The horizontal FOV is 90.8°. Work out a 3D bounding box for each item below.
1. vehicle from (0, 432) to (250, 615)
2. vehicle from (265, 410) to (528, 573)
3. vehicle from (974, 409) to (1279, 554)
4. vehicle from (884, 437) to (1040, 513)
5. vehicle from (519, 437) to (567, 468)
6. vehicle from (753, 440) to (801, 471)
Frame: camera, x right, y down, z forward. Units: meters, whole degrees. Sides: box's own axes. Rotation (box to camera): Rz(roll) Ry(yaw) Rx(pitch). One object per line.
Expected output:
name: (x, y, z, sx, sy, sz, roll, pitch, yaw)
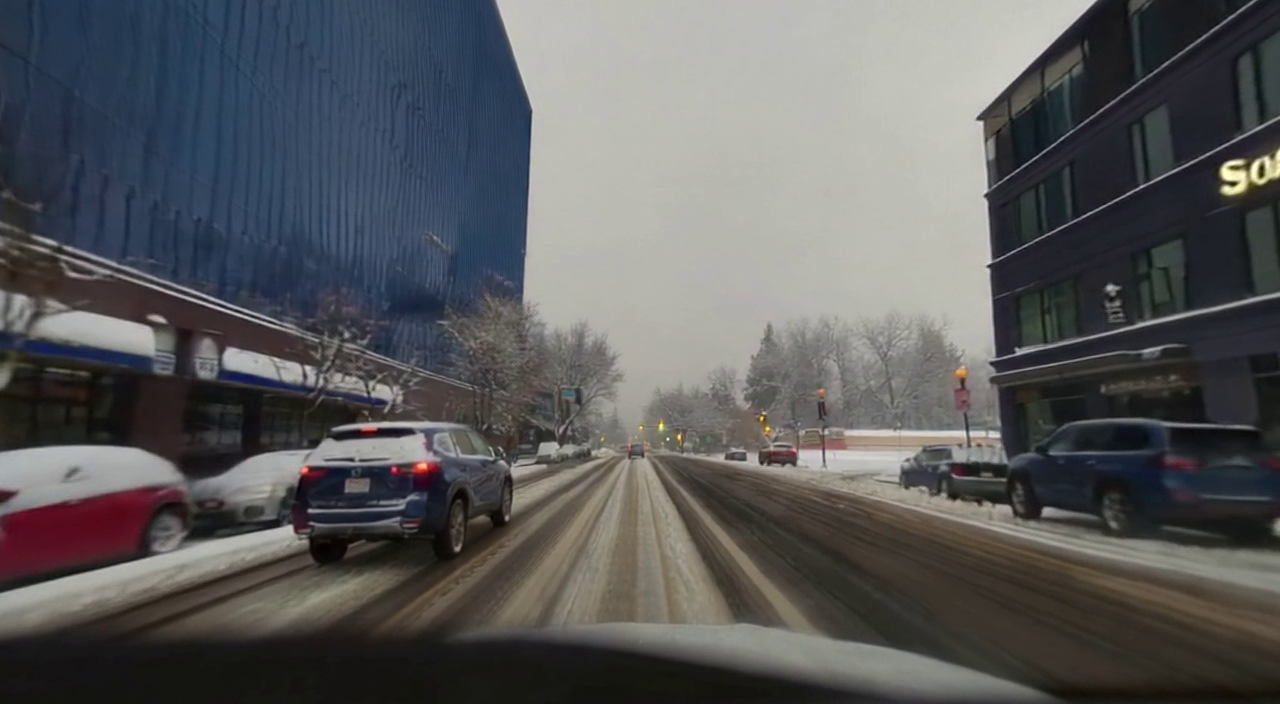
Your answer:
vehicle: (-6.815, 1.725, 6.874, 2.071, 1.631, 4.936, 0, -8, -1)
vehicle: (-3.049, 1.843, 9.143, 2.002, 1.756, 4.366, -1, -8, 1)
vehicle: (9.207, 2.322, 12.246, 2.249, 2.117, 5.743, 0, -8, 0)
vehicle: (8.981, 3.404, 18.142, 2.005, 1.726, 4.658, 5, -8, -1)
vehicle: (-6.771, 7.100, 44.819, 2.290, 2.012, 5.654, -1, -8, 2)
vehicle: (9.260, 7.025, 43.128, 2.129, 1.929, 5.537, -1, -8, 1)
